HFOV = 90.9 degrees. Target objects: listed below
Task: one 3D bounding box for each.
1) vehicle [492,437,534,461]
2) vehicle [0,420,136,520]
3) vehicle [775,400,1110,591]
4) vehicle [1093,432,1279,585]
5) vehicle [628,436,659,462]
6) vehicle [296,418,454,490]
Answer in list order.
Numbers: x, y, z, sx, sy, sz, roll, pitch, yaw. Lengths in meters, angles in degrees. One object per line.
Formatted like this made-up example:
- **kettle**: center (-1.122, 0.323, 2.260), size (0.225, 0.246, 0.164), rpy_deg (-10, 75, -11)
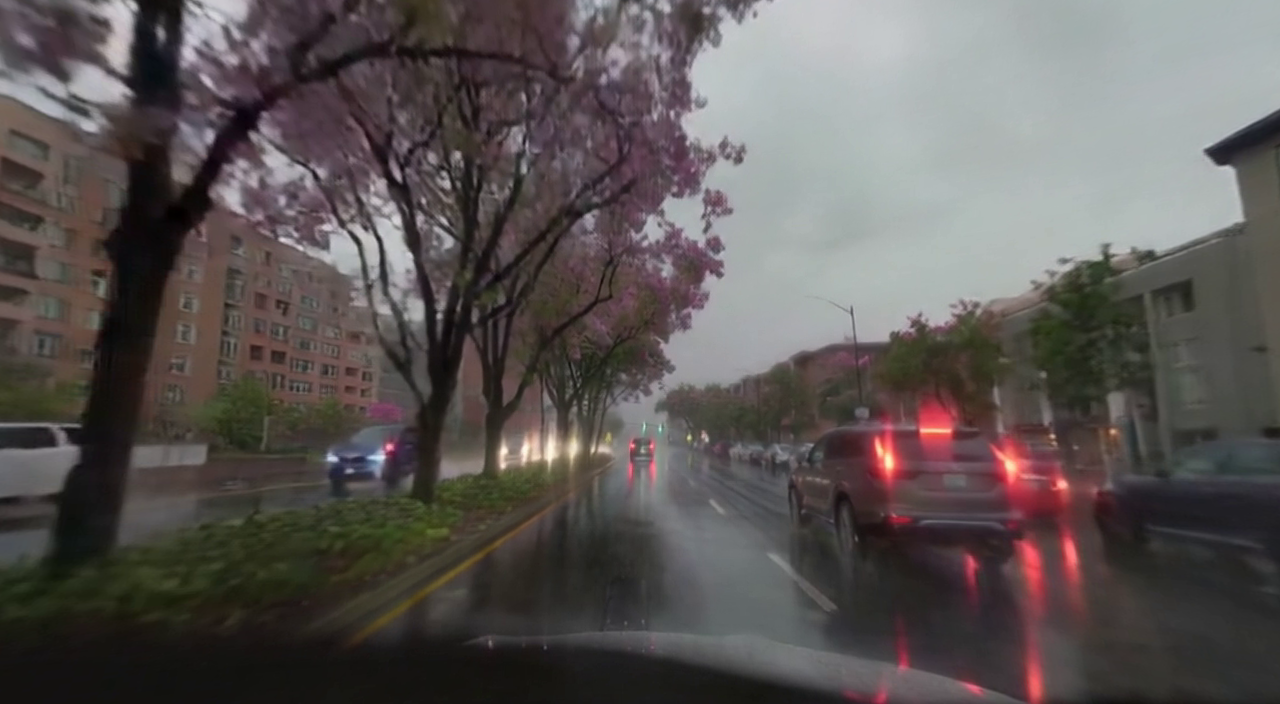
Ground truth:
- **vehicle**: center (-9.069, 6.964, 45.409), size (2.042, 1.654, 4.504), rpy_deg (0, -8, 1)
- **vehicle**: center (-11.999, 2.015, 10.784), size (2.191, 1.684, 5.428), rpy_deg (0, -8, 1)
- **vehicle**: center (3.285, 1.663, 8.160), size (2.071, 1.747, 4.549), rpy_deg (0, -8, 0)
- **vehicle**: center (7.656, 1.675, 6.861), size (1.919, 1.586, 4.692), rpy_deg (0, -8, 0)
- **vehicle**: center (0.310, 7.171, 46.626), size (2.244, 1.813, 4.129), rpy_deg (0, -8, 2)
- **vehicle**: center (-7.897, 3.142, 19.661), size (2.249, 1.898, 5.815), rpy_deg (0, -8, 2)
